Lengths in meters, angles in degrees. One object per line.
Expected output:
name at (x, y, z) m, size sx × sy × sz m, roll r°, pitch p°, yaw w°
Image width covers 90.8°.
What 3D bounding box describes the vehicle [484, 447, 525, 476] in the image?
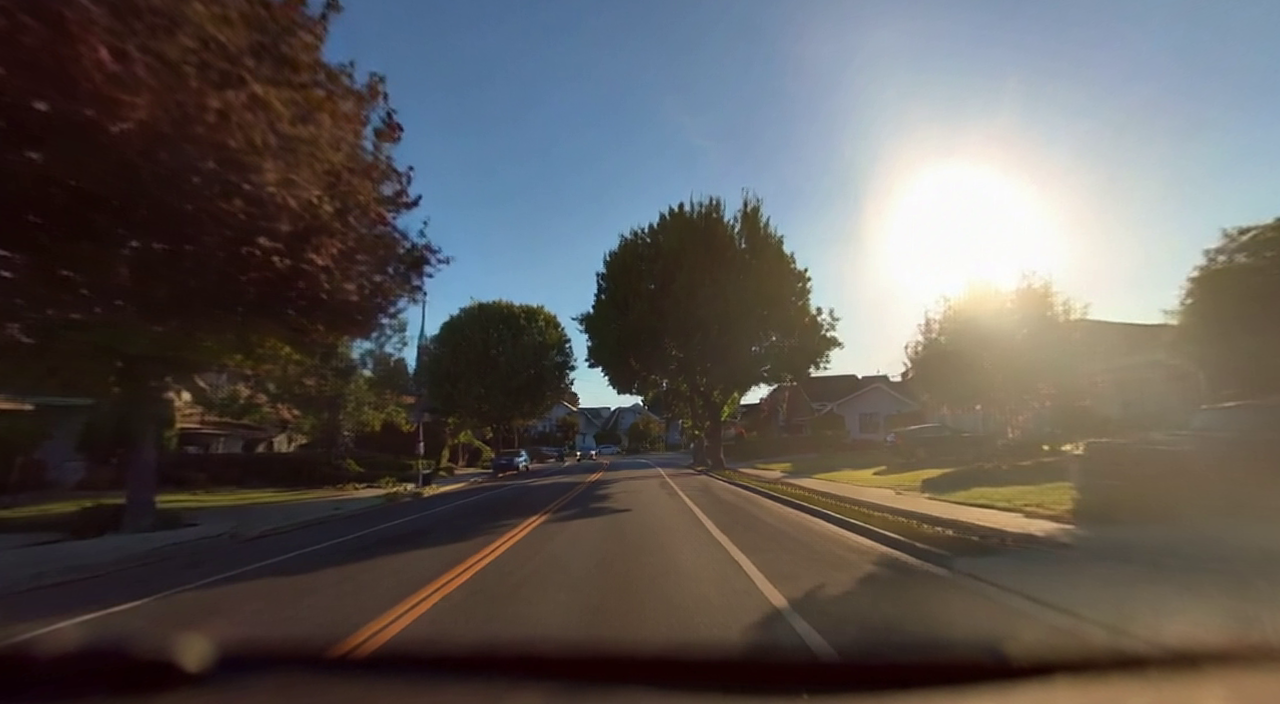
vehicle at (-9.492, 7.681, 44.514) m, size 1.998 × 1.689 × 4.384 m, roll -4°, pitch -8°, yaw -2°
